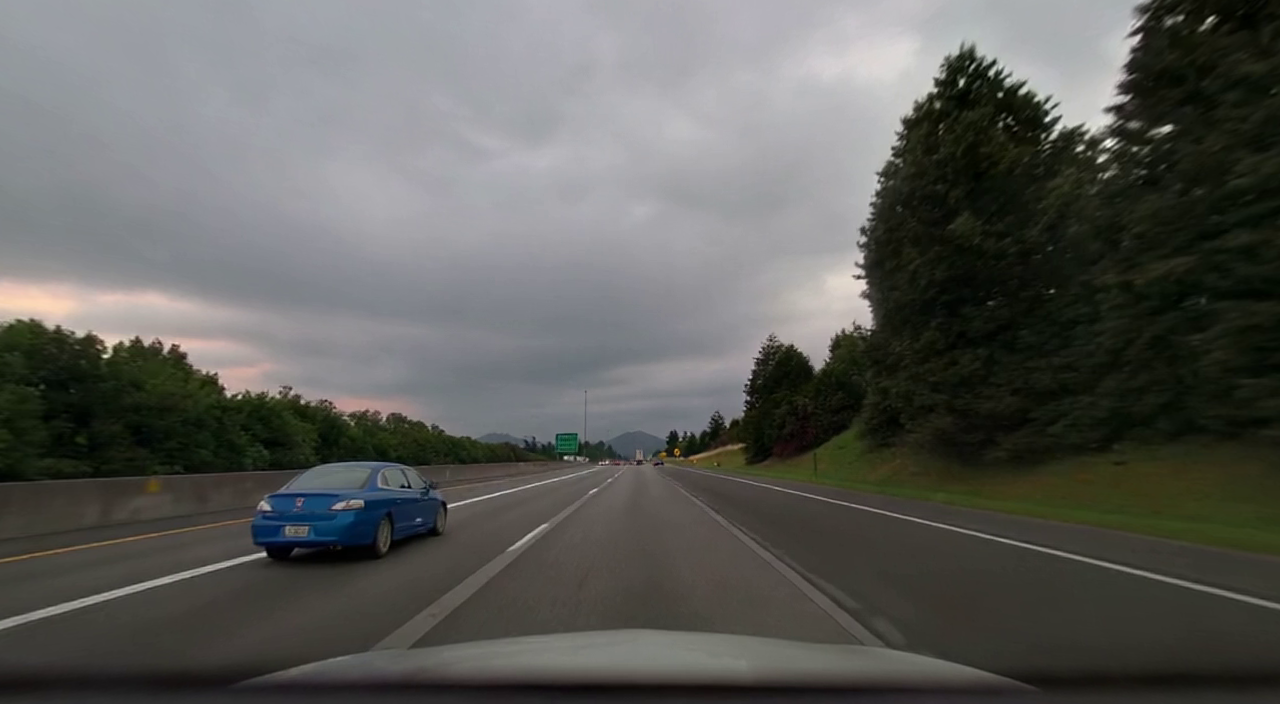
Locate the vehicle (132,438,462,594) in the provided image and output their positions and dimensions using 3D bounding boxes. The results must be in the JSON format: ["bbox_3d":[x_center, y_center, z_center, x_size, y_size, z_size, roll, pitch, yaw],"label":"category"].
[{"bbox_3d":[-4.001,1.956,8.326,2.121,1.537,3.852,0,-9,1],"label":"vehicle"}]
